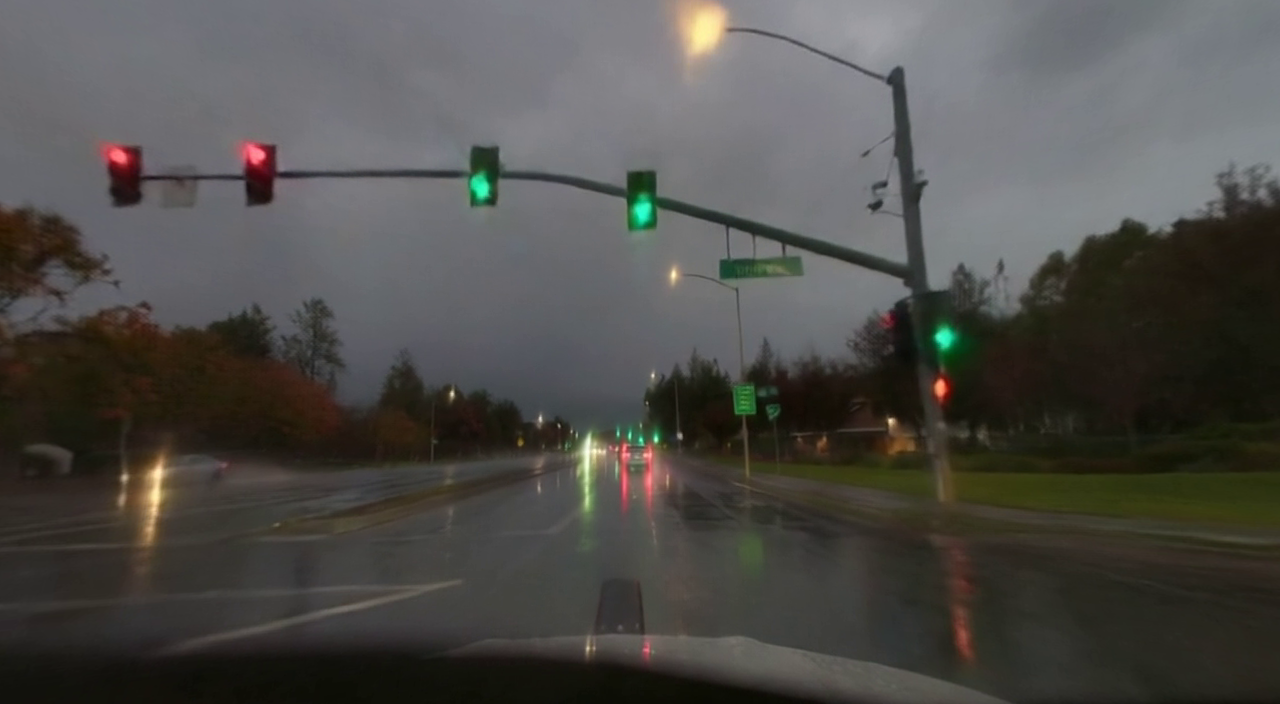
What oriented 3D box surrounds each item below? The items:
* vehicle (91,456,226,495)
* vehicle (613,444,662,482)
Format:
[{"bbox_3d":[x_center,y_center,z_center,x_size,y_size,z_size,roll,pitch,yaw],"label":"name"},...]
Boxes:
[{"bbox_3d":[-20.963,5.370,27.742,2.175,1.492,4.722,0,-9,0],"label":"vehicle"},{"bbox_3d":[-0.103,4.629,26.538,1.954,1.469,3.465,0,-9,0],"label":"vehicle"}]
